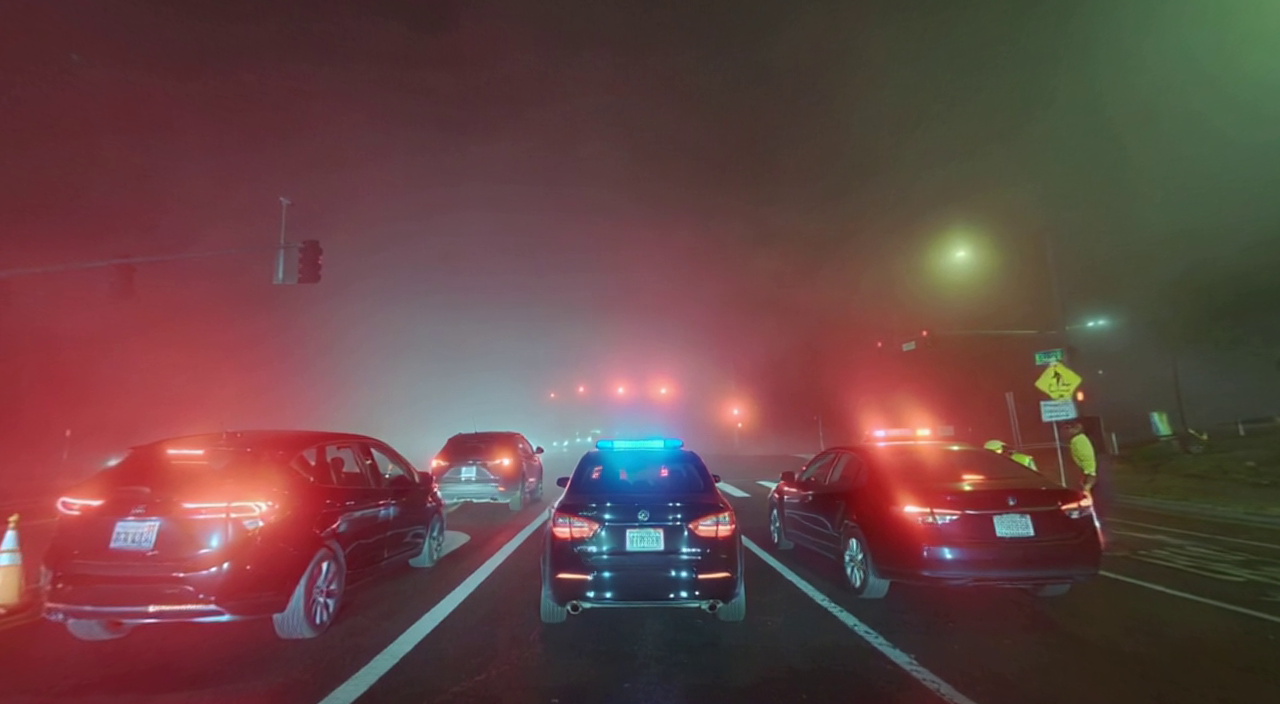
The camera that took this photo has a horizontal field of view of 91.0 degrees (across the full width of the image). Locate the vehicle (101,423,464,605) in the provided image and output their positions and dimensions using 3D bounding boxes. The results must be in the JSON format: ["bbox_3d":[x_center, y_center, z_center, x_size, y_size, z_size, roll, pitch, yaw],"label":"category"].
[{"bbox_3d":[-3.604,1.676,7.402,1.863,1.526,4.006,0,-8,1],"label":"vehicle"}]

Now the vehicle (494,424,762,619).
[{"bbox_3d":[-0.136,1.632,7.094,2.061,1.486,4.332,0,-8,-1],"label":"vehicle"}]

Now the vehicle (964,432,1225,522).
[{"bbox_3d":[9.334,2.583,13.593,1.957,1.576,4.670,0,-9,-3],"label":"vehicle"}]
